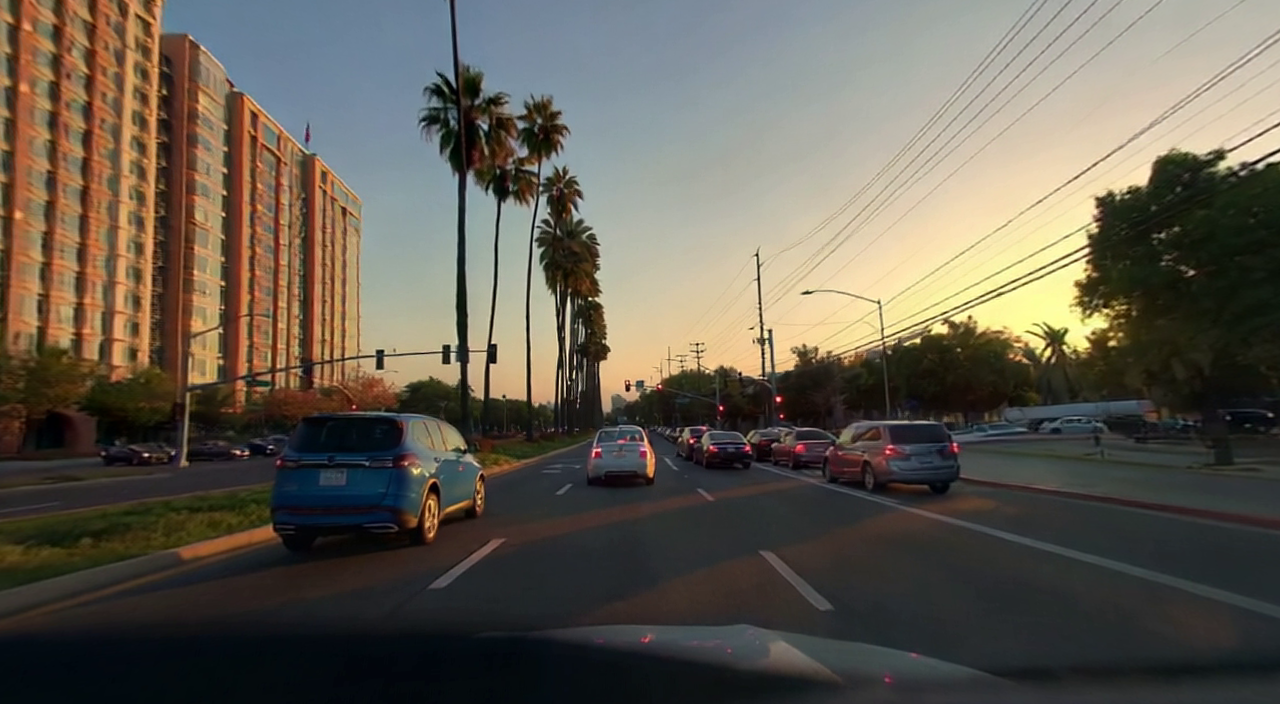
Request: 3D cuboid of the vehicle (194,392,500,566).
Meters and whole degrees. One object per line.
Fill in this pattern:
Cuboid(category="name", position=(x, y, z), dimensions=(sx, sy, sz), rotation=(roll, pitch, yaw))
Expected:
Cuboid(category="vehicle", position=(-3.504, 1.626, 8.764), dimensions=(2.136, 1.779, 4.417), rotation=(0, -8, 0))

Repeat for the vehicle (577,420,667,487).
Cuboid(category="vehicle", position=(-0.502, 2.881, 18.195), dimensions=(2.302, 1.681, 4.217), rotation=(0, -8, -1))

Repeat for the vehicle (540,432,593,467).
Cuboid(category="vehicle", position=(-3.372, 4.571, 29.681), dimensions=(1.973, 1.504, 3.895), rotation=(0, -8, 0))

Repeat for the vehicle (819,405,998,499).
Cuboid(category="vehicle", position=(6.461, 2.510, 16.134), dimensions=(2.130, 1.979, 5.310), rotation=(0, -8, -1))

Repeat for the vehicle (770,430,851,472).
Cuboid(category="vehicle", position=(6.428, 3.778, 24.285), dimensions=(1.764, 1.451, 4.300), rotation=(0, -8, -2))

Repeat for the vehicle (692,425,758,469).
Cuboid(category="vehicle", position=(3.253, 3.775, 25.078), dimensions=(1.975, 1.598, 4.025), rotation=(0, -8, -1))

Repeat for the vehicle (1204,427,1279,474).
Cuboid(category="vehicle", position=(22.276, 3.429, 22.111), dimensions=(2.020, 1.501, 4.732), rotation=(-3, -9, 20))
